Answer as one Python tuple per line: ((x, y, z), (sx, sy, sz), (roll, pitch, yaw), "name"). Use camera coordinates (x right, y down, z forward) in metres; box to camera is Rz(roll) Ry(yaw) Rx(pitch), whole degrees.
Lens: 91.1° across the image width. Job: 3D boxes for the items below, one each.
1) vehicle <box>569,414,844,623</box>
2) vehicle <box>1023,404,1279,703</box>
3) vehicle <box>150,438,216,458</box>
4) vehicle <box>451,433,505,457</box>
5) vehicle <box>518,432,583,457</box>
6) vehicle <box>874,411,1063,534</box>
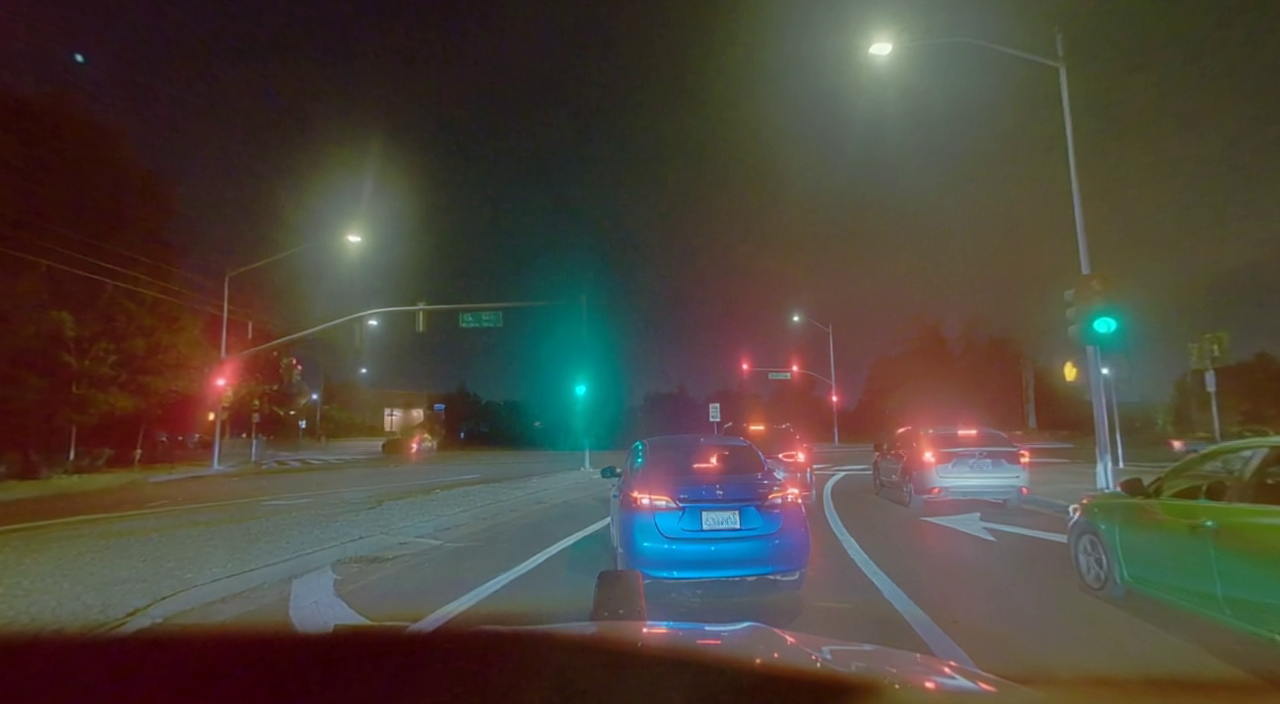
((0.856, 1.498, 6.687), (2.052, 1.483, 3.928), (-2, -8, 12), "vehicle")
((4.243, 1.058, 3.373), (1.954, 1.508, 4.441), (-1, -8, 6), "vehicle")
((-35.368, 7.437, 48.652), (1.652, 1.433, 3.733), (-7, -11, 40), "vehicle")
((-12.451, 7.121, 48.196), (1.972, 1.705, 4.457), (8, -11, -44), "vehicle")
((-5.964, 6.106, 41.548), (1.932, 1.573, 4.509), (8, -12, -44), "vehicle")
((5.536, 2.045, 11.288), (2.102, 1.717, 4.373), (-2, -9, 16), "vehicle")
